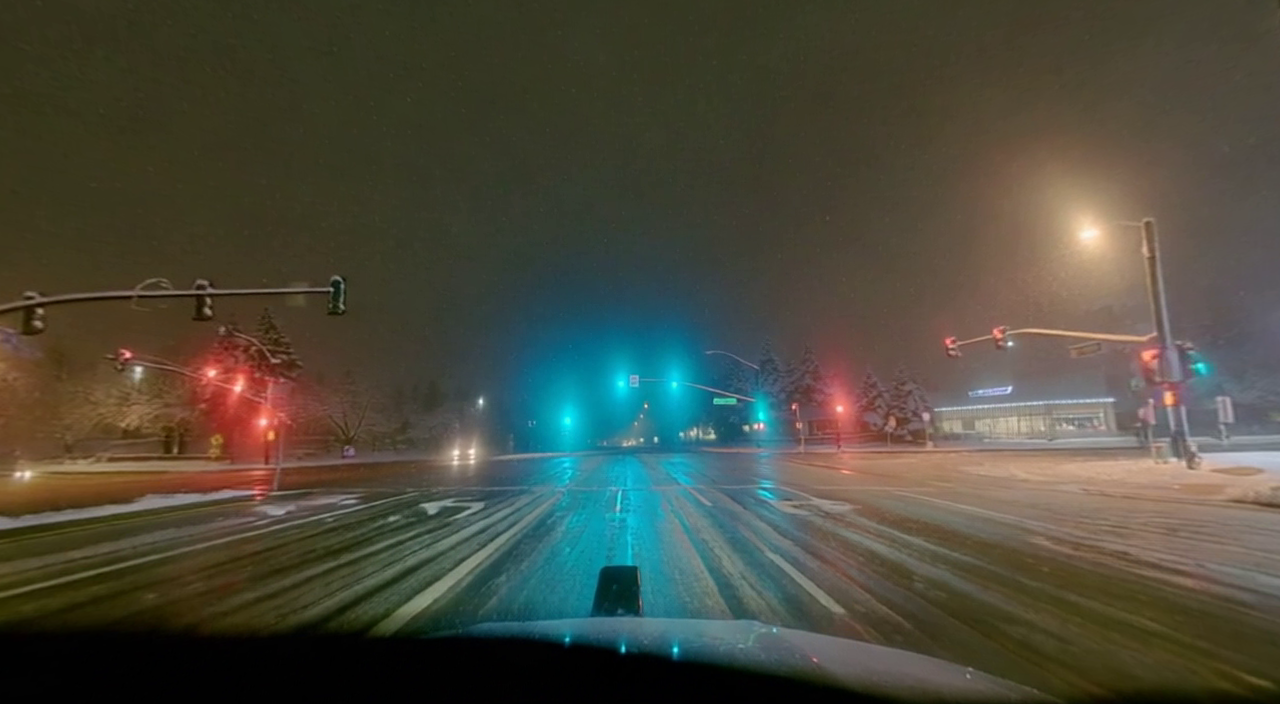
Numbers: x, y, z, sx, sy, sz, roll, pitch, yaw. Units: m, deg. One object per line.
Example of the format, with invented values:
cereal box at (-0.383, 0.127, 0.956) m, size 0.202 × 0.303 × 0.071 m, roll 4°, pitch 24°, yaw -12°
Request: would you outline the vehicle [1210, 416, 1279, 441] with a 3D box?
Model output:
vehicle at (48.866, 6.134, 49.972) m, size 1.950 × 1.830 × 5.267 m, roll 1°, pitch -9°, yaw -6°
